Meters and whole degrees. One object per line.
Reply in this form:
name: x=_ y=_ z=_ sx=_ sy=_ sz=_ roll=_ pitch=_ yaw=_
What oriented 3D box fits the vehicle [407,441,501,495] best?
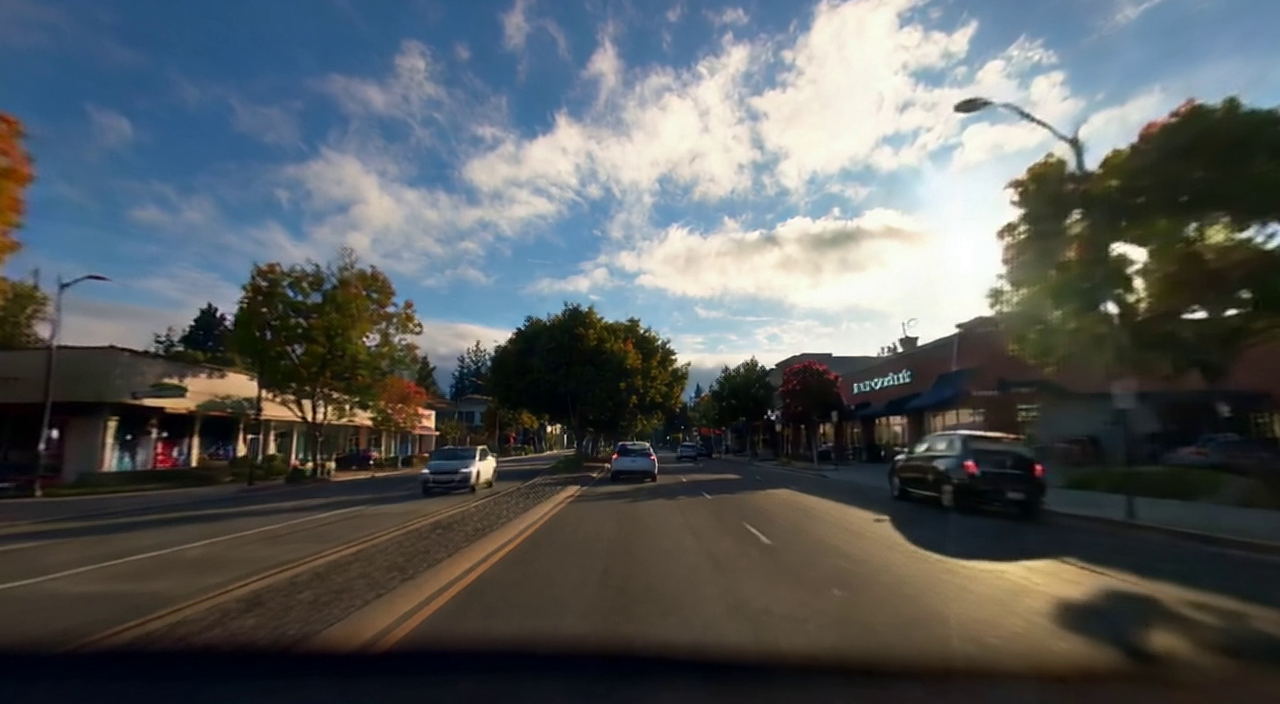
vehicle: x=-5.891 y=3.693 z=20.537 sx=1.999 sy=1.531 sz=4.011 roll=0 pitch=-9 yaw=-3

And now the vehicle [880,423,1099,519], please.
vehicle: x=7.600 y=2.641 z=14.597 sx=2.165 sy=1.787 sz=5.231 roll=-1 pitch=-9 yaw=2

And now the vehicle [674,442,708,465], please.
vehicle: x=3.525 y=7.089 z=44.319 sx=1.910 sy=1.474 sz=4.003 roll=0 pitch=-9 yaw=-1

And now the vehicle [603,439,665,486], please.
vehicle: x=-0.231 y=3.849 z=22.308 sx=2.006 sy=1.487 sz=3.535 roll=0 pitch=-9 yaw=-1
